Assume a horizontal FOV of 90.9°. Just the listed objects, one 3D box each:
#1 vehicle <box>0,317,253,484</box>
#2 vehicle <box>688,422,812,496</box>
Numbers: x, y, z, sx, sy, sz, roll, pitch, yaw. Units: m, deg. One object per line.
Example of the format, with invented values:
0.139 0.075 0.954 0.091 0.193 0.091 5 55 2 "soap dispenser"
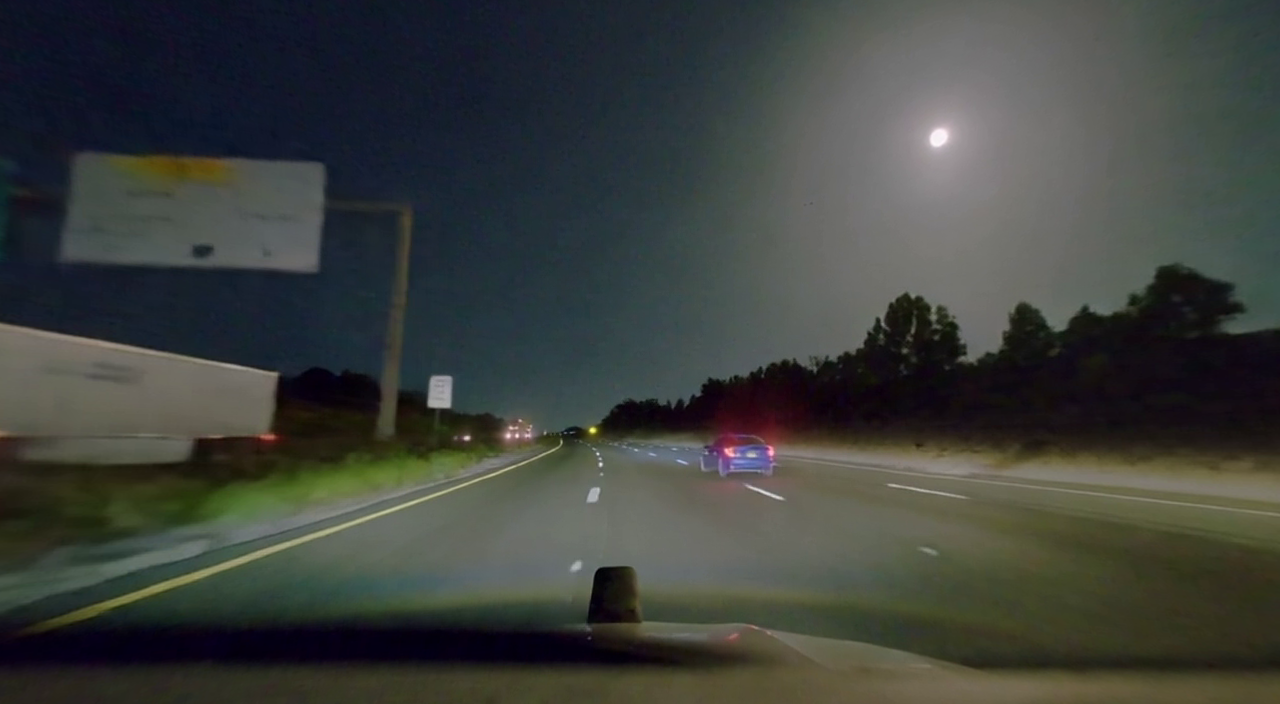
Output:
-14.954 1.484 16.504 2.715 3.451 12.236 0 -8 -4 "vehicle"
2.578 2.637 15.989 1.997 1.589 4.179 0 -8 -6 "vehicle"
